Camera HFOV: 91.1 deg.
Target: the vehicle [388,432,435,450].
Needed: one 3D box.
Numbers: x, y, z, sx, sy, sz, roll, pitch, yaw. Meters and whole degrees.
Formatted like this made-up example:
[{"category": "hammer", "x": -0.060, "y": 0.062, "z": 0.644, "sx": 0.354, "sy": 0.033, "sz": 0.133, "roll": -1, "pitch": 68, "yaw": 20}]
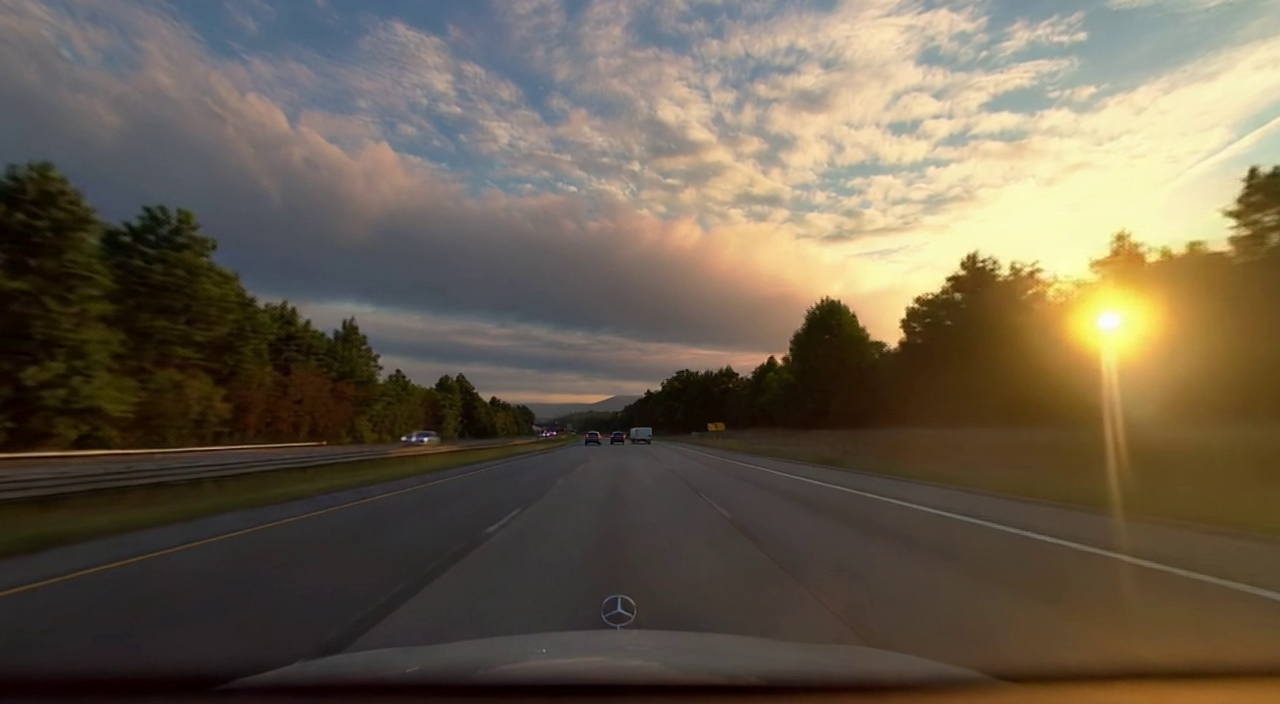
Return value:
[{"category": "vehicle", "x": -17.749, "y": 6.938, "z": 49.150, "sx": 1.957, "sy": 1.378, "sz": 4.740, "roll": 0, "pitch": -8, "yaw": -1}]
